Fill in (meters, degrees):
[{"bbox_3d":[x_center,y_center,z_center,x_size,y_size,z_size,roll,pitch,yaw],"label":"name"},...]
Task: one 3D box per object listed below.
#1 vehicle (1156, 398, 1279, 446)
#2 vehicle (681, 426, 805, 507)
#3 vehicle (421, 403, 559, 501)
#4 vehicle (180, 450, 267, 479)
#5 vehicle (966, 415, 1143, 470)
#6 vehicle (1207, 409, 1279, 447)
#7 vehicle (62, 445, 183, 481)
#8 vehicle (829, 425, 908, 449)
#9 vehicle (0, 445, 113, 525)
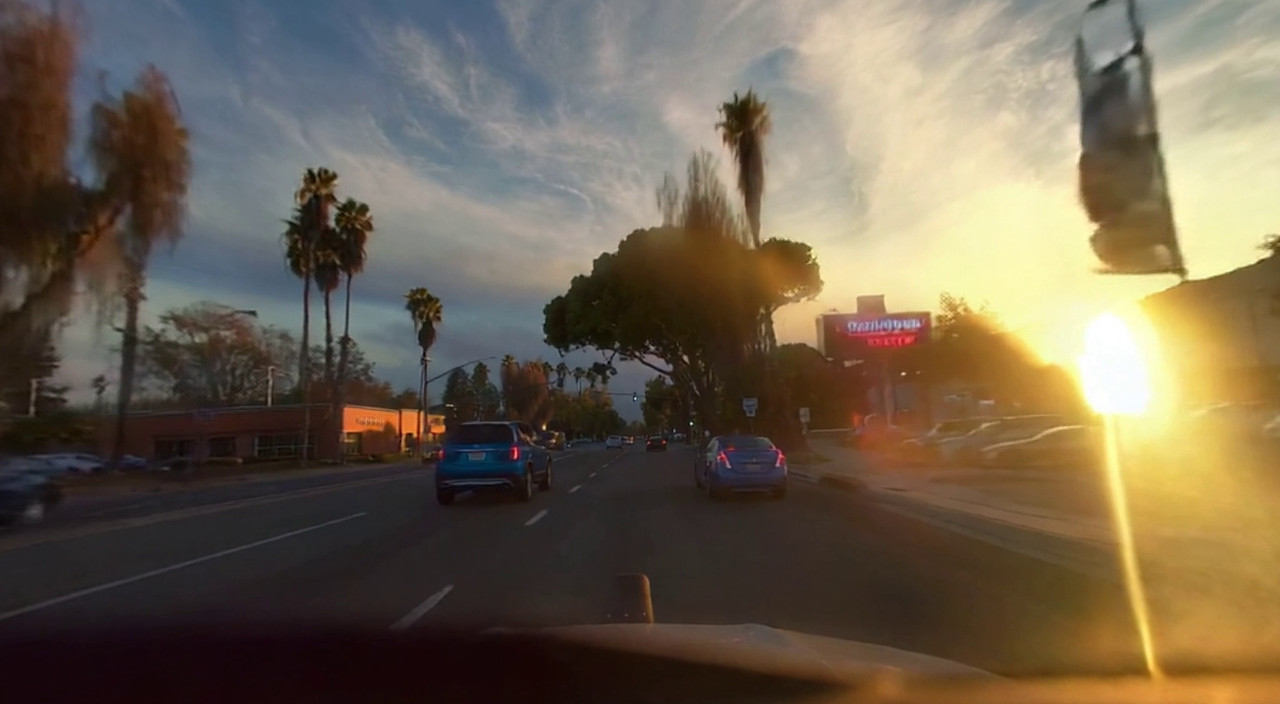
[{"bbox_3d":[26.662,3.170,28.301,5.306,2.010,2.234,1,-8,-8],"label":"vehicle"},{"bbox_3d":[2.044,2.443,13.928,1.919,1.472,4.470,0,-8,-1],"label":"vehicle"},{"bbox_3d":[-3.378,2.387,15.282,2.152,1.987,4.527,0,-8,1],"label":"vehicle"},{"bbox_3d":[-26.755,7.210,40.553,4.343,1.452,2.097,4,-11,-43],"label":"vehicle"},{"bbox_3d":[11.795,2.608,18.161,1.874,1.386,3.745,6,-10,-36],"label":"vehicle"},{"bbox_3d":[25.744,3.097,25.494,3.833,1.455,1.927,1,-8,-6],"label":"vehicle"},{"bbox_3d":[-26.910,5.739,32.910,4.667,1.680,2.082,7,-11,-40],"label":"vehicle"},{"bbox_3d":[15.003,5.657,41.657,4.680,1.506,2.017,-3,-9,14],"label":"vehicle"},{"bbox_3d":[-14.245,2.831,13.485,1.942,1.645,4.538,0,-8,0],"label":"vehicle"}]
